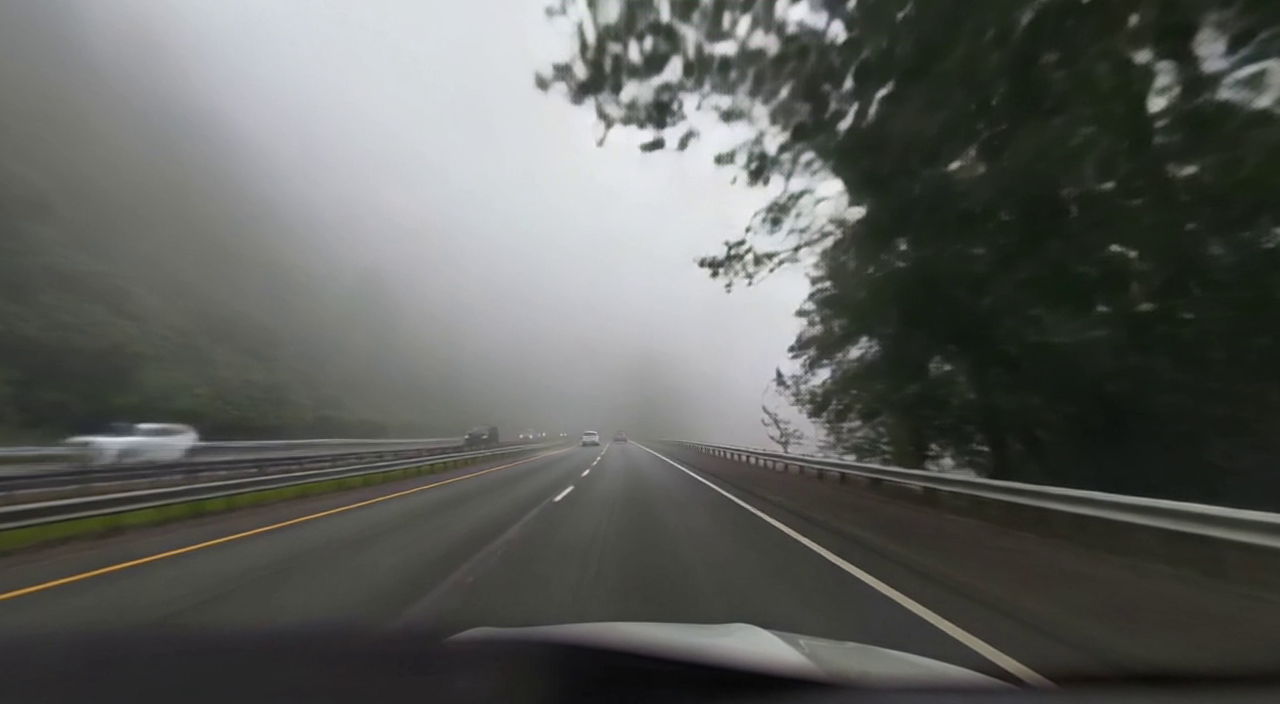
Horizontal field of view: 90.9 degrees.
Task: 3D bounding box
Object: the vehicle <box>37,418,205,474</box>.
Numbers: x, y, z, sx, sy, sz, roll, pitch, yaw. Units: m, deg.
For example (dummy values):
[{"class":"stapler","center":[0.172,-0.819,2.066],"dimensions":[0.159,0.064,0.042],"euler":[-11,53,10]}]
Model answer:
[{"class":"vehicle","center":[-17.168,3.129,21.193],"dimensions":[1.880,1.643,4.441],"euler":[0,-8,-1]}]
